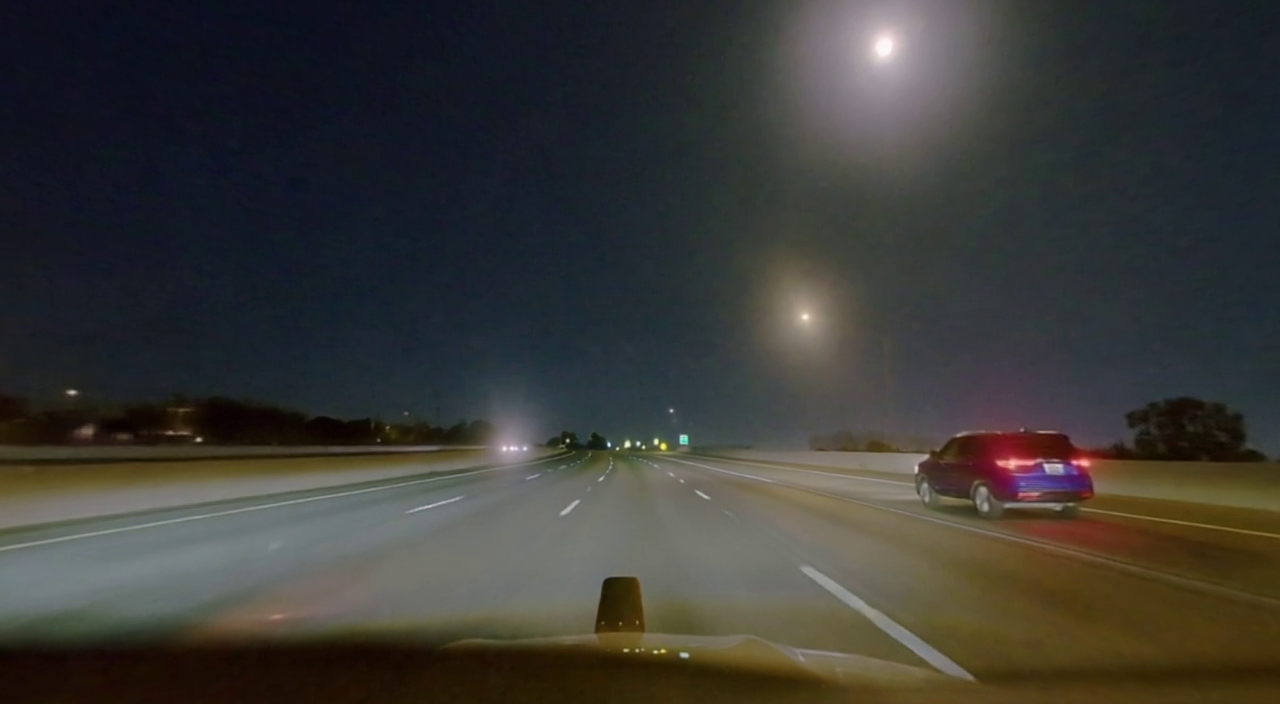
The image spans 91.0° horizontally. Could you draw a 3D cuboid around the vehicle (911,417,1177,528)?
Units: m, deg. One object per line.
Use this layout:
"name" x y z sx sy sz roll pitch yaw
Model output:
"vehicle" 7.242 2.208 12.032 2.091 1.711 4.383 0 -9 -1
